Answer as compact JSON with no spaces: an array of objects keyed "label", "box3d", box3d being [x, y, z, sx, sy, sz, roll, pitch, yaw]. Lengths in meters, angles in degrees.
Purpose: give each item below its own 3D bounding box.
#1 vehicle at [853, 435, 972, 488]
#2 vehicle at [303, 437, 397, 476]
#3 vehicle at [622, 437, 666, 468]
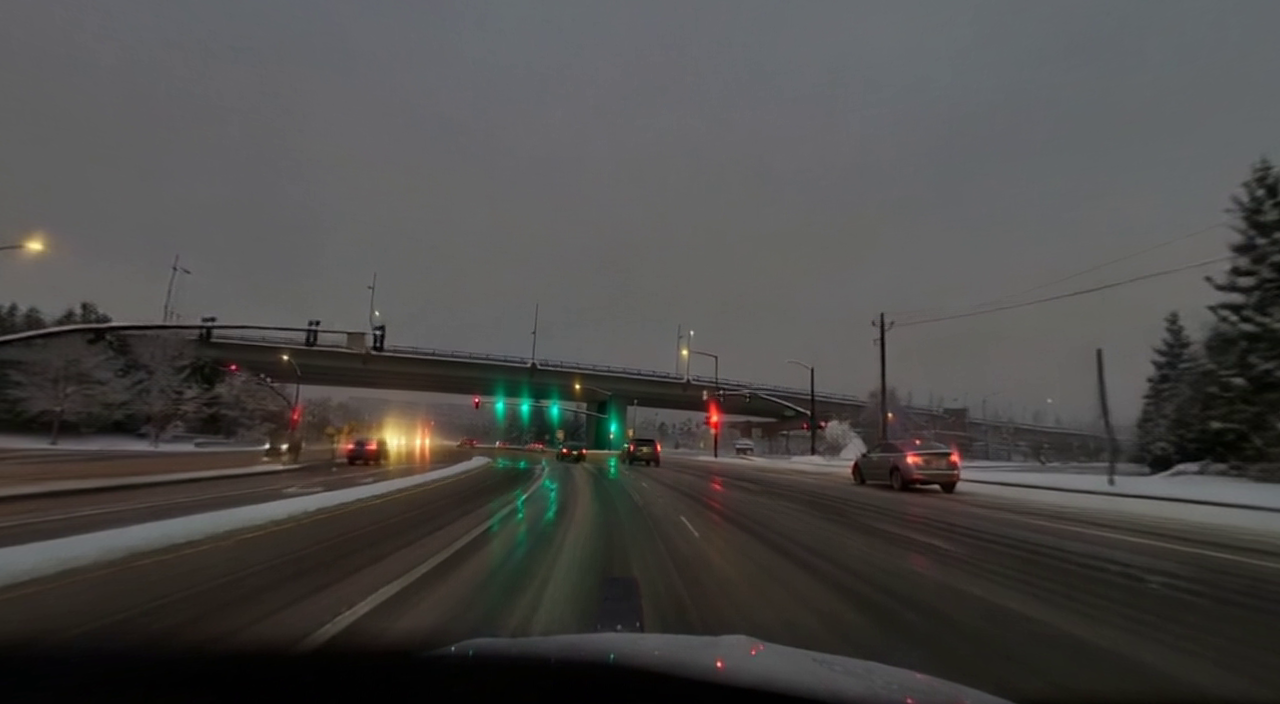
[{"label":"vehicle","box3d":[9.865,3.980,23.395,2.130,1.741,4.665,0,-8,-3]},{"label":"vehicle","box3d":[-13.049,4.724,28.845,2.399,1.624,4.585,1,-8,-4]},{"label":"vehicle","box3d":[0.167,6.006,38.022,2.024,1.724,3.928,1,-9,-8]}]
